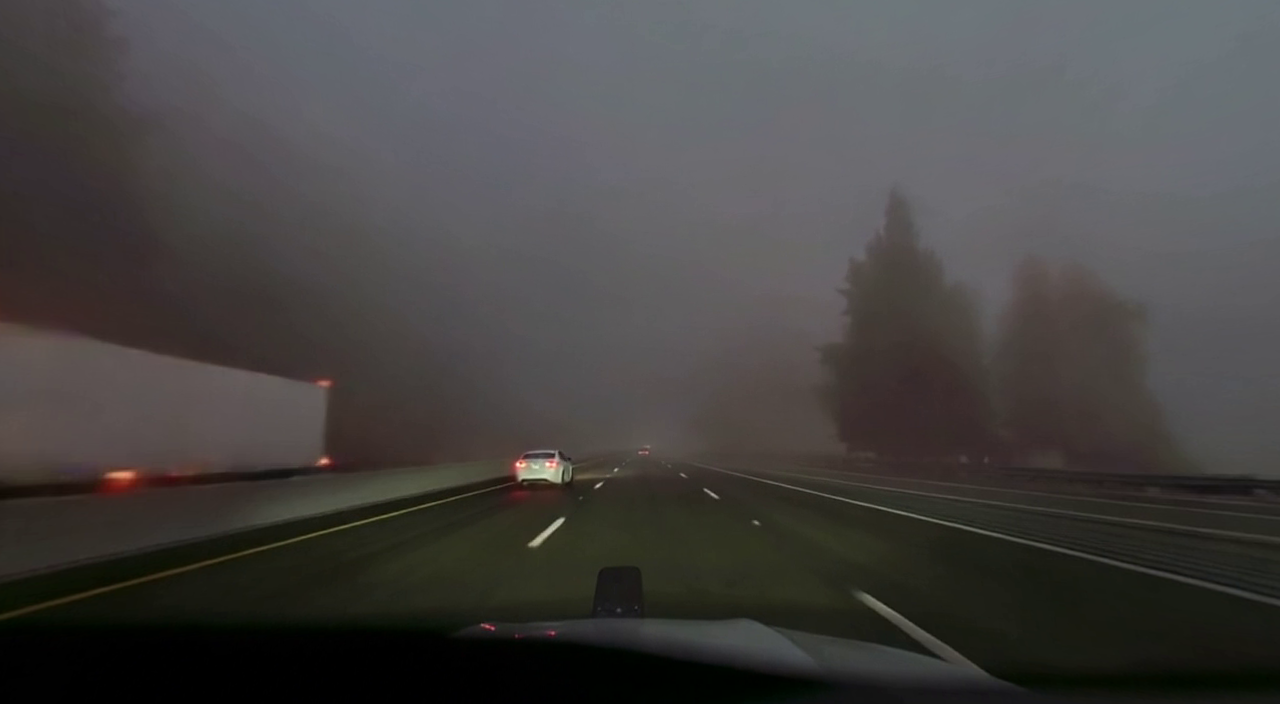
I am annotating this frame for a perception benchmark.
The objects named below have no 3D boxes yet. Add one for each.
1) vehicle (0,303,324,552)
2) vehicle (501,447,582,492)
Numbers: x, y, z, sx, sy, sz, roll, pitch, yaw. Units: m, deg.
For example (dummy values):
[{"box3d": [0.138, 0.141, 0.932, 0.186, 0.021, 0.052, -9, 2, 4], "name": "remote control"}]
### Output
[{"box3d": [-10.736, 1.451, 11.368, 3.090, 3.520, 13.662, 0, -9, 0], "name": "vehicle"}, {"box3d": [-3.508, 4.322, 23.470, 2.162, 1.493, 4.583, 0, -9, 1], "name": "vehicle"}]
